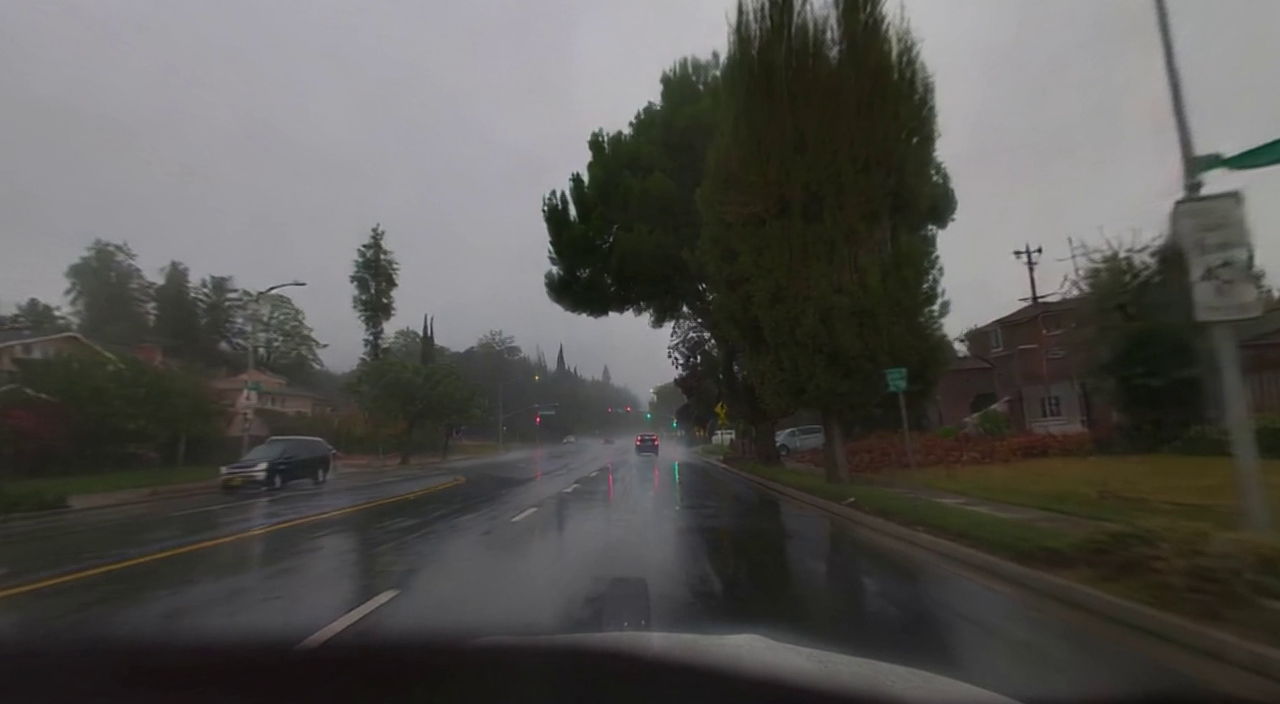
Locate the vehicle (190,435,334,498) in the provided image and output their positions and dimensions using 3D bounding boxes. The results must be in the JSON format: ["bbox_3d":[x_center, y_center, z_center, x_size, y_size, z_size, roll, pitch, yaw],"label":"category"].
[{"bbox_3d":[-14.134,4.227,24.081,2.337,1.850,5.448,-4,-6,-2],"label":"vehicle"}]

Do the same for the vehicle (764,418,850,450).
[{"bbox_3d":[10.372,5.115,39.354,4.746,1.485,1.916,-6,-8,0],"label":"vehicle"}]

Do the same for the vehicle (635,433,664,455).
[{"bbox_3d":[0.712,6.933,47.318,2.088,1.607,3.903,0,-9,1],"label":"vehicle"}]
